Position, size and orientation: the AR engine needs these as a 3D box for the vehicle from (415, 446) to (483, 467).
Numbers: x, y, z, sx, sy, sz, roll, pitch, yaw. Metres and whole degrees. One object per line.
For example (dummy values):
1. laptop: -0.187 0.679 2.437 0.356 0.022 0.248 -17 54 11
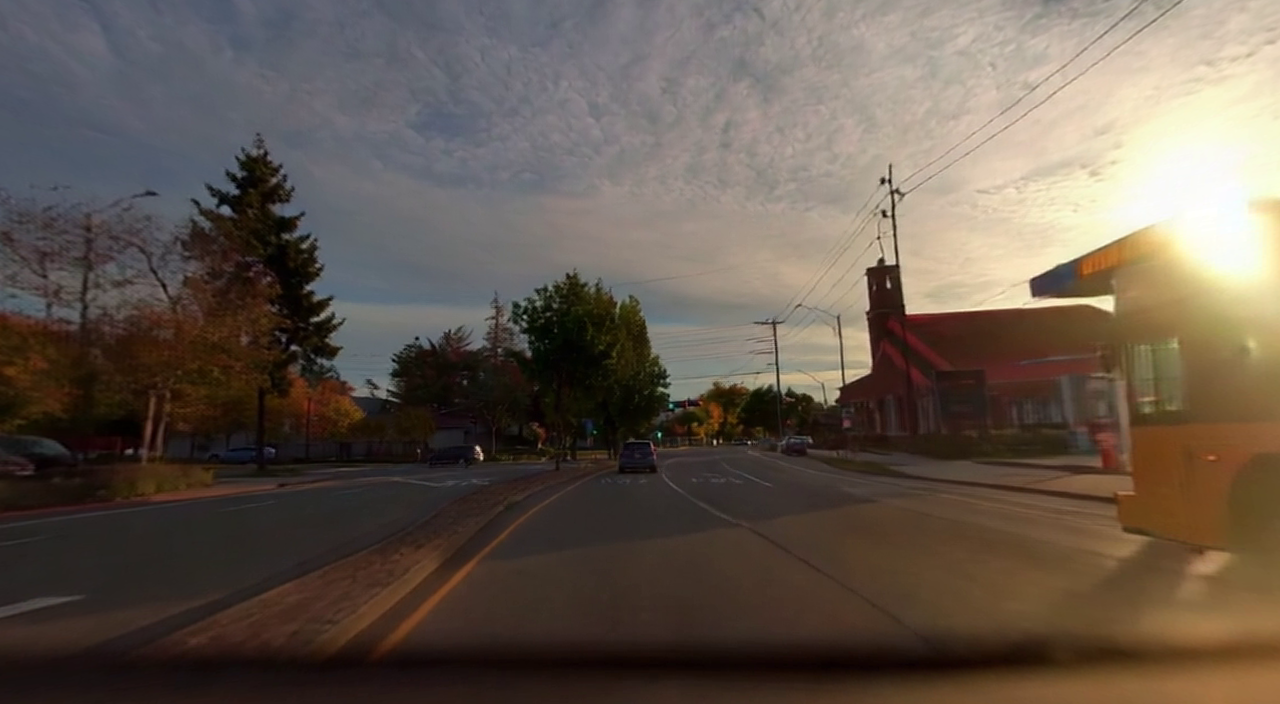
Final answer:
1. vehicle: -14.046 7.688 46.685 2.210 1.493 4.430 -6 -10 33

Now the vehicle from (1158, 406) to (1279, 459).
1. vehicle: 25.378 3.461 27.188 4.262 2.188 2.087 0 -7 -1

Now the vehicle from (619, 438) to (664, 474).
1. vehicle: 0.132 5.049 30.792 2.032 1.621 4.082 0 -8 2
